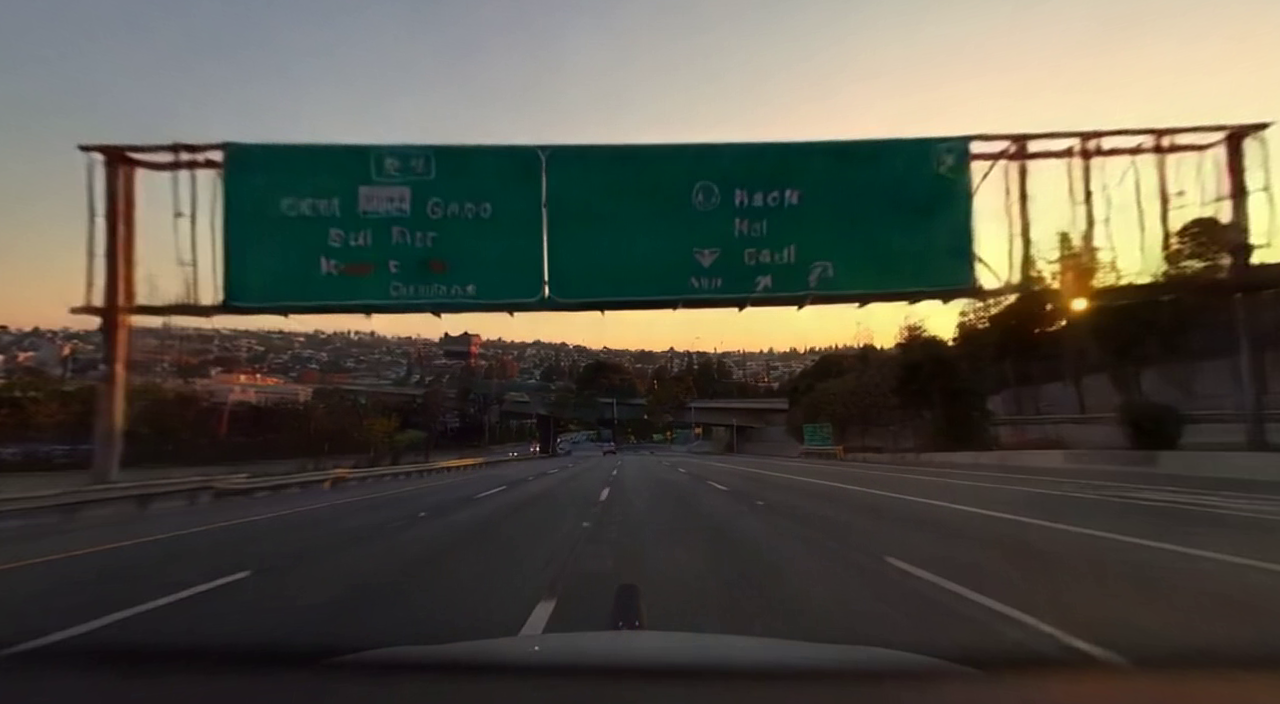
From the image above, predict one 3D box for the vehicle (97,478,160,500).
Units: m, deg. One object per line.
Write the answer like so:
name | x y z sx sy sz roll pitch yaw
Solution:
vehicle | -39.132 10.460 48.358 1.728 1.413 3.694 0 -8 -1
